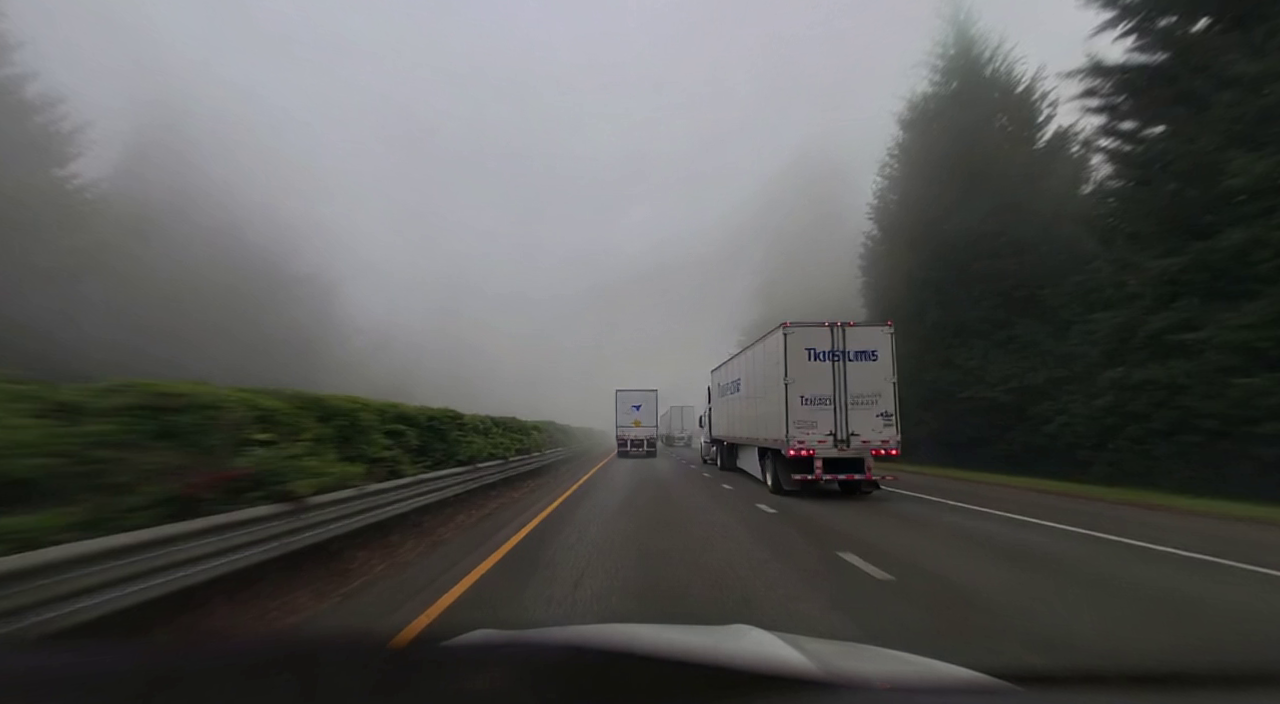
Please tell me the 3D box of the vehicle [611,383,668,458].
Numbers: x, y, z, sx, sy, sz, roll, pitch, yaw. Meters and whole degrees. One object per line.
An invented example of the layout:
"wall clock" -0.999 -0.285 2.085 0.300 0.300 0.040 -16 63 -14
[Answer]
"vehicle" -0.114 4.227 37.908 2.958 3.917 10.196 0 -8 -1

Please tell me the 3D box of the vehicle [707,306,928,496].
"vehicle" 4.615 1.991 20.976 2.856 4.145 14.500 0 -8 -1
